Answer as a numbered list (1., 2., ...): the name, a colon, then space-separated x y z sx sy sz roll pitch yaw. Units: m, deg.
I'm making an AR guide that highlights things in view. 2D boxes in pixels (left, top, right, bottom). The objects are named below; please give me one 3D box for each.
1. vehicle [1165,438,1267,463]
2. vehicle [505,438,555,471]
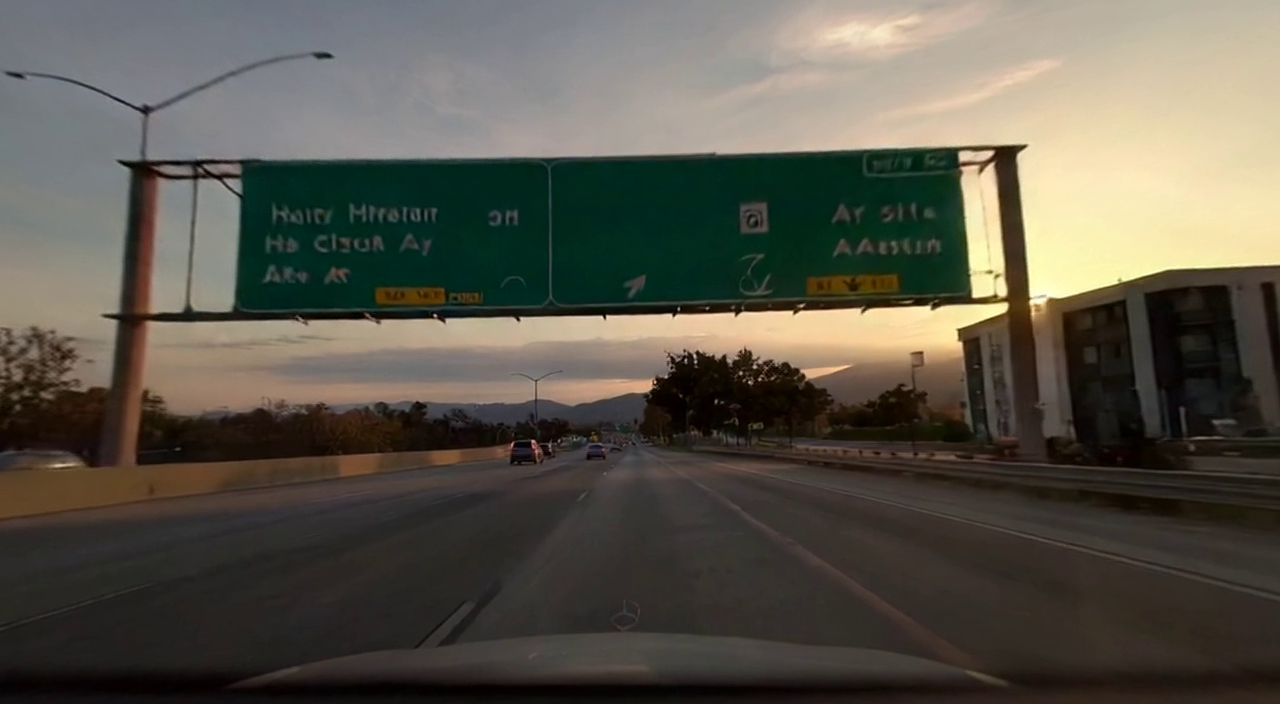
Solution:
1. vehicle: 38.083 6.510 41.887 1.813 1.580 4.571 5 -10 -31
2. vehicle: -6.281 5.882 36.668 2.015 1.762 4.790 0 -8 0
